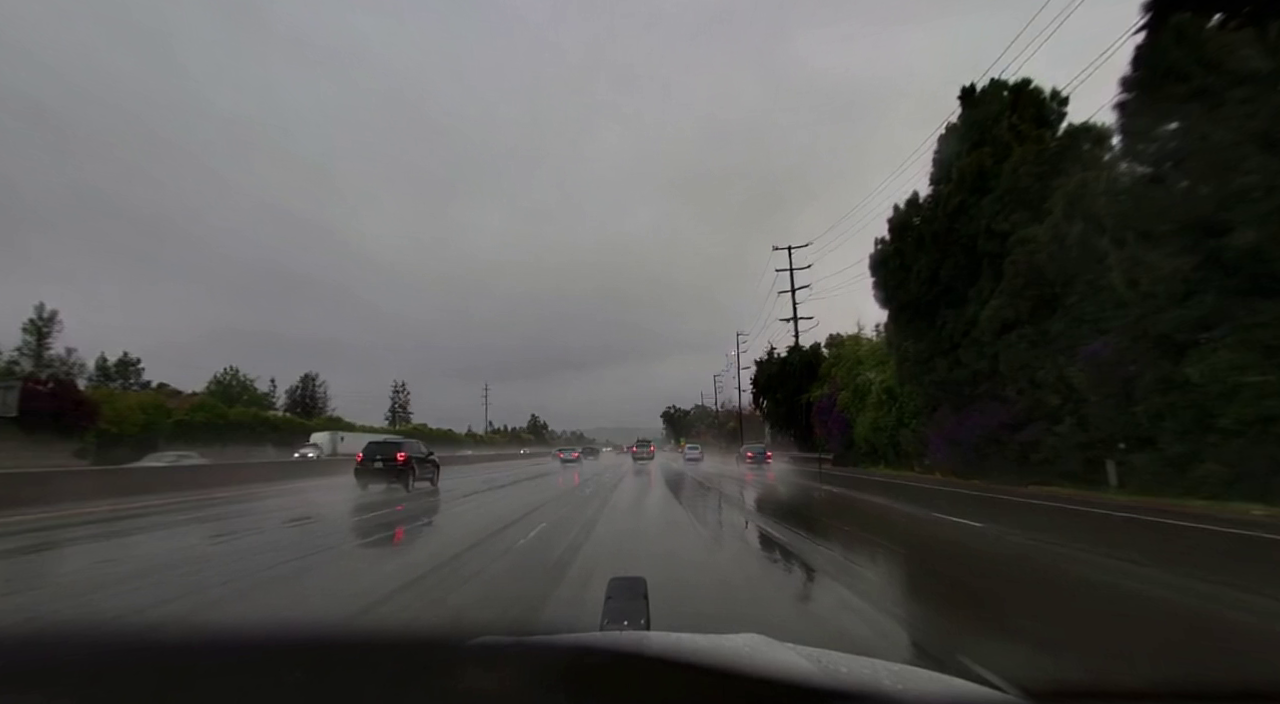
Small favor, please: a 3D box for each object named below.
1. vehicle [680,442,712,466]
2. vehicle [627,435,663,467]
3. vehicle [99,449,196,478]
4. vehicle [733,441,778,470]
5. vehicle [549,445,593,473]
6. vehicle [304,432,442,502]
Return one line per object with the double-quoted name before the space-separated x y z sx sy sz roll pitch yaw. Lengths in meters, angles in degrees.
"vehicle" 4.127 7.618 47.116 1.996 1.710 4.256 0 -9 0
"vehicle" 0.319 7.528 48.083 2.622 2.208 5.320 0 -8 -1
"vehicle" -29.803 6.748 38.339 2.020 1.591 4.741 0 -9 1
"vehicle" 7.313 6.569 40.290 1.937 1.698 4.322 0 -8 -1
"vehicle" -3.832 6.021 35.632 1.979 1.469 4.378 0 -8 1
"vehicle" -7.418 3.238 18.117 2.007 1.732 4.395 0 -9 0
